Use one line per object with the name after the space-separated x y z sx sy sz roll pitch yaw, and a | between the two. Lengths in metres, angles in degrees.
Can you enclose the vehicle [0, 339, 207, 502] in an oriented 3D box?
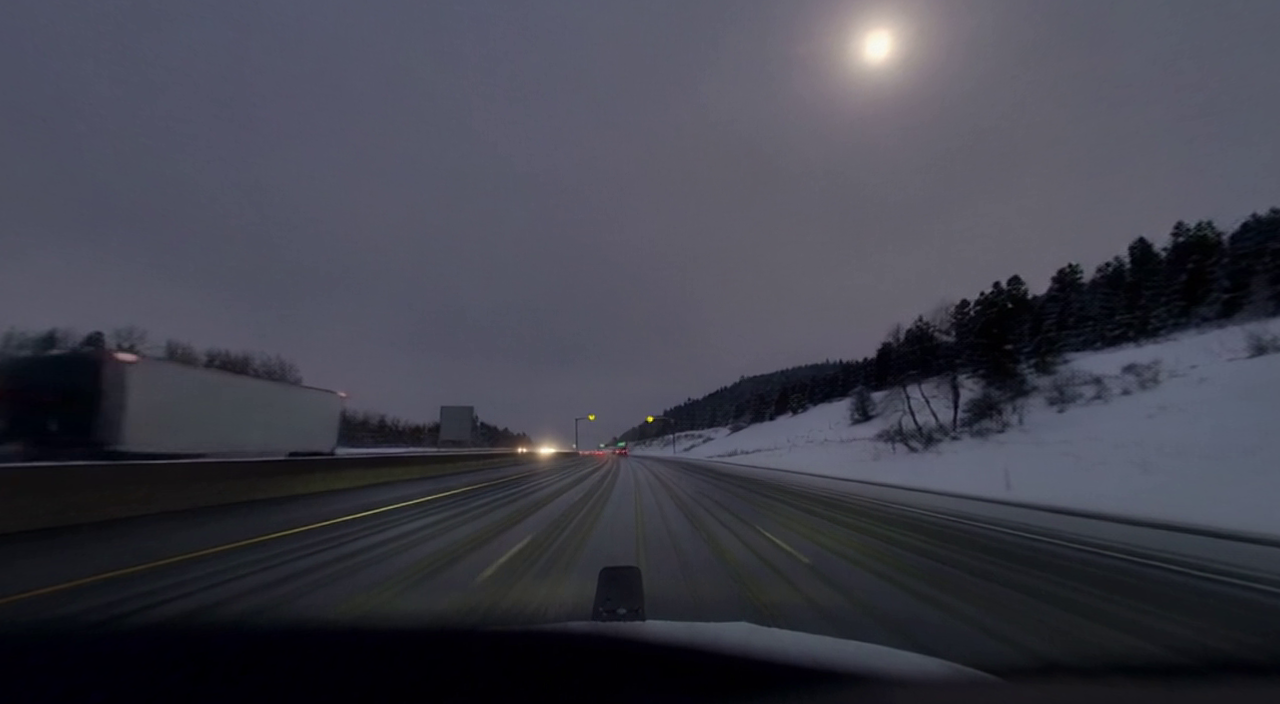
-16.223 2.063 18.144 3.245 3.939 5.841 0 -9 -1 | vehicle
